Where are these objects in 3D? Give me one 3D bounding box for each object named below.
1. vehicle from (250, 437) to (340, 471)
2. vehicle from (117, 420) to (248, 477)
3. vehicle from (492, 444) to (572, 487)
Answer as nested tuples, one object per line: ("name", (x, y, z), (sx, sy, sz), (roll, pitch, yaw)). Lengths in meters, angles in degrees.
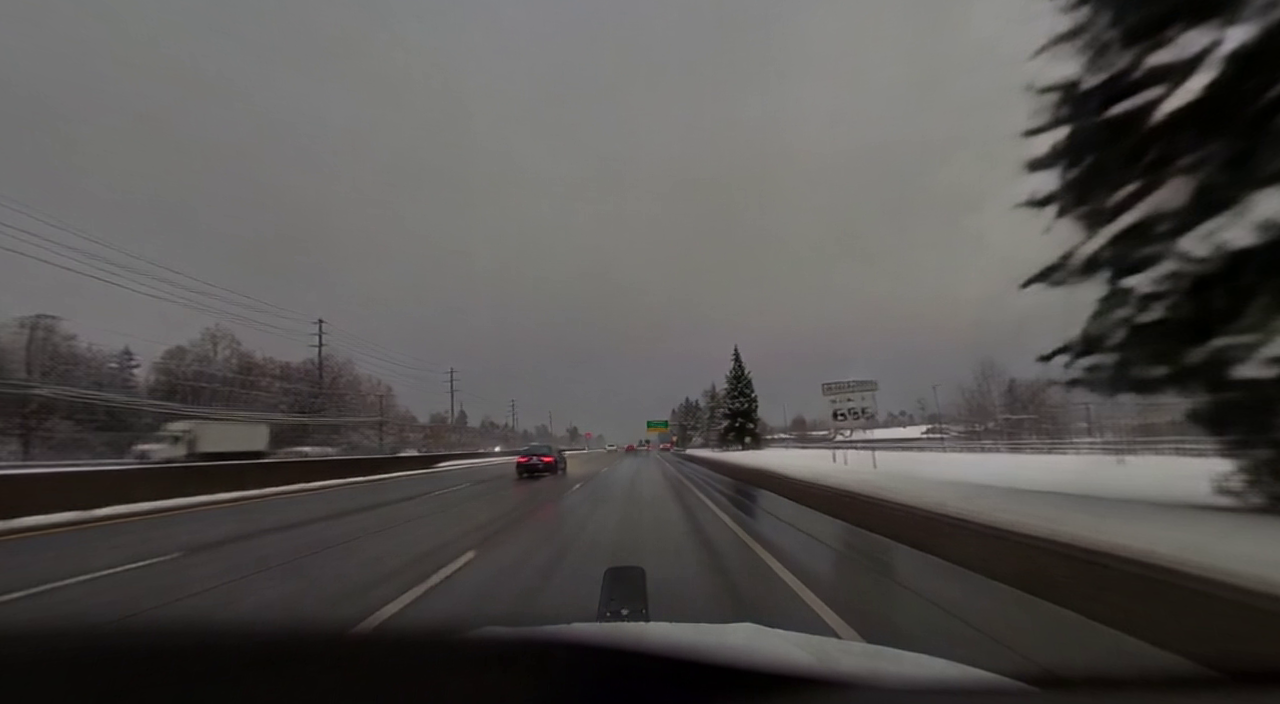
("vehicle", (-22.332, 6.616, 41.214), (2.208, 1.997, 6.406), (-1, -9, 1))
("vehicle", (-28.024, 5.961, 39.155), (2.746, 3.161, 7.145), (0, -9, -1))
("vehicle", (-3.800, 4.075, 23.028), (2.048, 1.368, 4.613), (-1, -9, 1))
